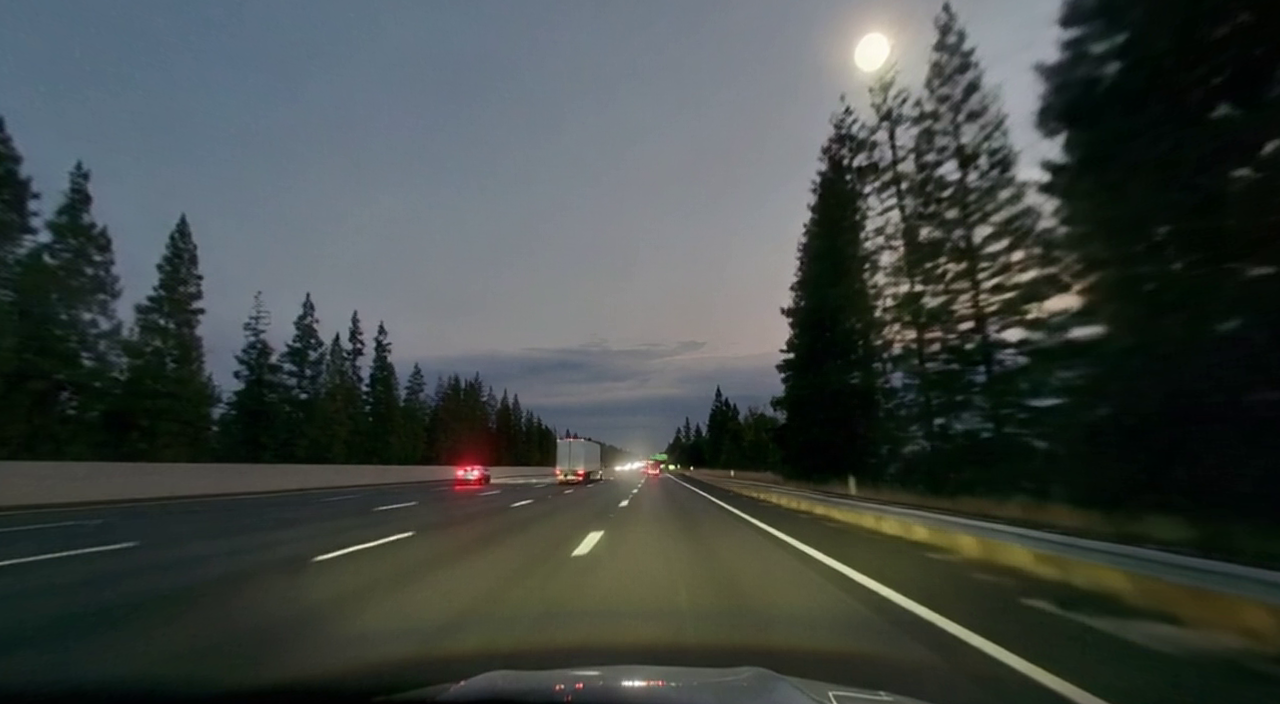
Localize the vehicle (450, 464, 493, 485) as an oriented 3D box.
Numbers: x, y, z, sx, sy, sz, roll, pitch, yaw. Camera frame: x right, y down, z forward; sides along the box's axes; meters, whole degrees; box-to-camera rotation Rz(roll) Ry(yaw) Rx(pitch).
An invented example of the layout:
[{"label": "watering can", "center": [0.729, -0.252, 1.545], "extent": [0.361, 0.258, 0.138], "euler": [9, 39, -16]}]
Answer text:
[{"label": "vehicle", "center": [-12.208, 8.916, 45.870], "extent": [1.745, 1.430, 4.252], "euler": [0, -10, 4]}]
